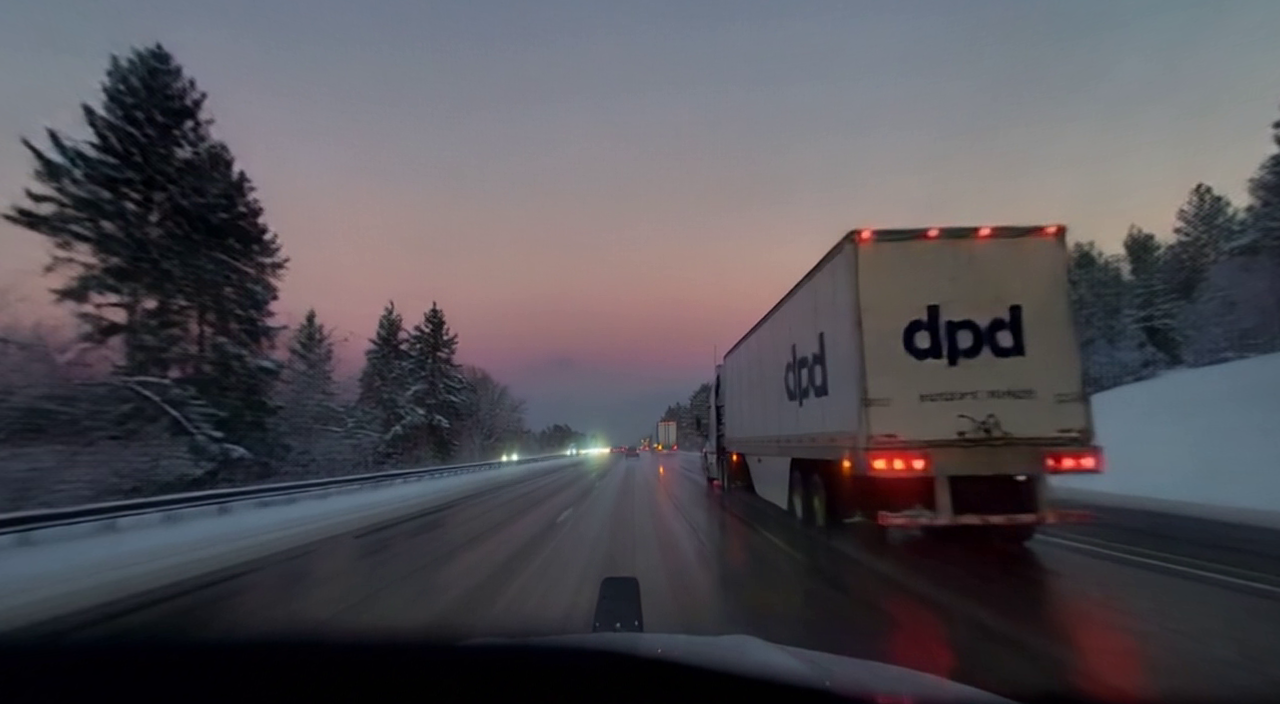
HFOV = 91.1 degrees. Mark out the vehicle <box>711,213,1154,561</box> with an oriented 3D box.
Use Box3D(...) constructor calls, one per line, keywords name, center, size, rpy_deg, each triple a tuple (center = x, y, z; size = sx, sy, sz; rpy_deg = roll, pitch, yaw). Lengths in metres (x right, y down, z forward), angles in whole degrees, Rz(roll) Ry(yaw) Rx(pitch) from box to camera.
Box3D(name="vehicle", center=(4.053, 1.394, 14.191), size=(2.973, 4.007, 14.076), rpy_deg=(0, -9, -1))
